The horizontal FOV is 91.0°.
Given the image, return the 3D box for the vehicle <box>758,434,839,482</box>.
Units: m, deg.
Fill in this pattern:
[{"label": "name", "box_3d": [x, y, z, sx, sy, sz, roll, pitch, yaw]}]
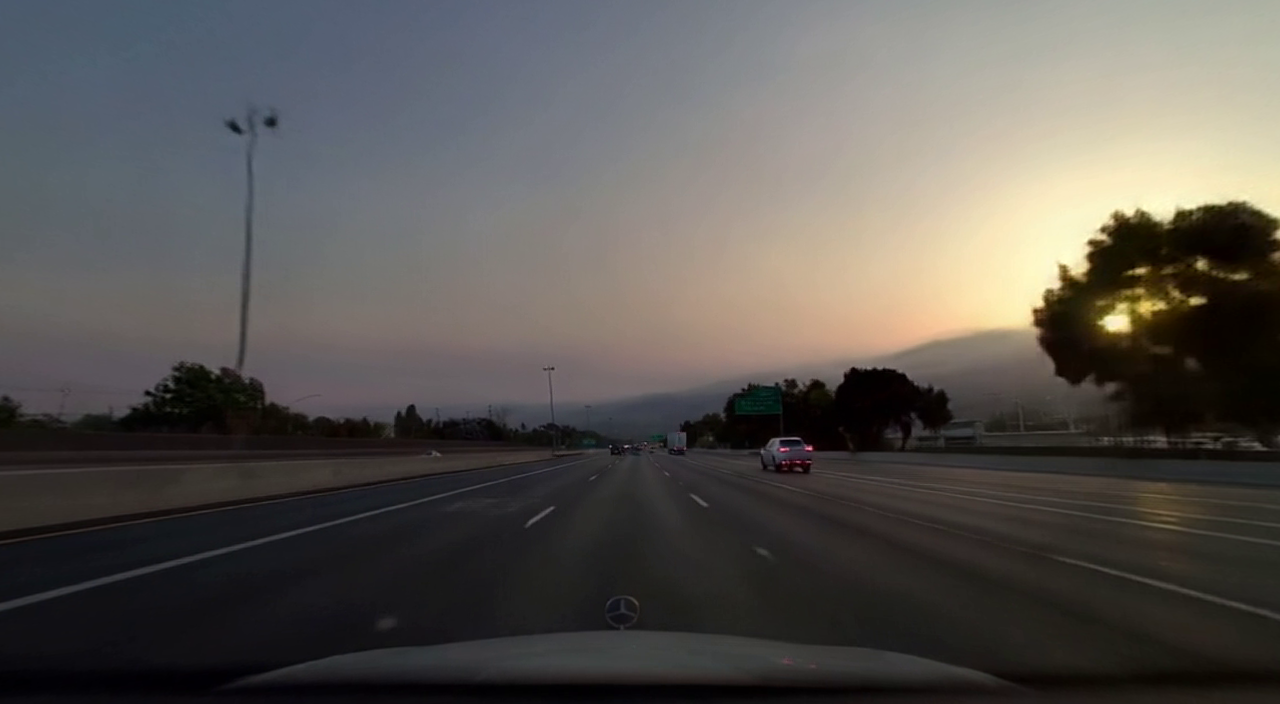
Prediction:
[{"label": "vehicle", "box_3d": [6.298, 4.266, 25.634, 2.096, 1.767, 4.601, 0, -9, 0]}]
